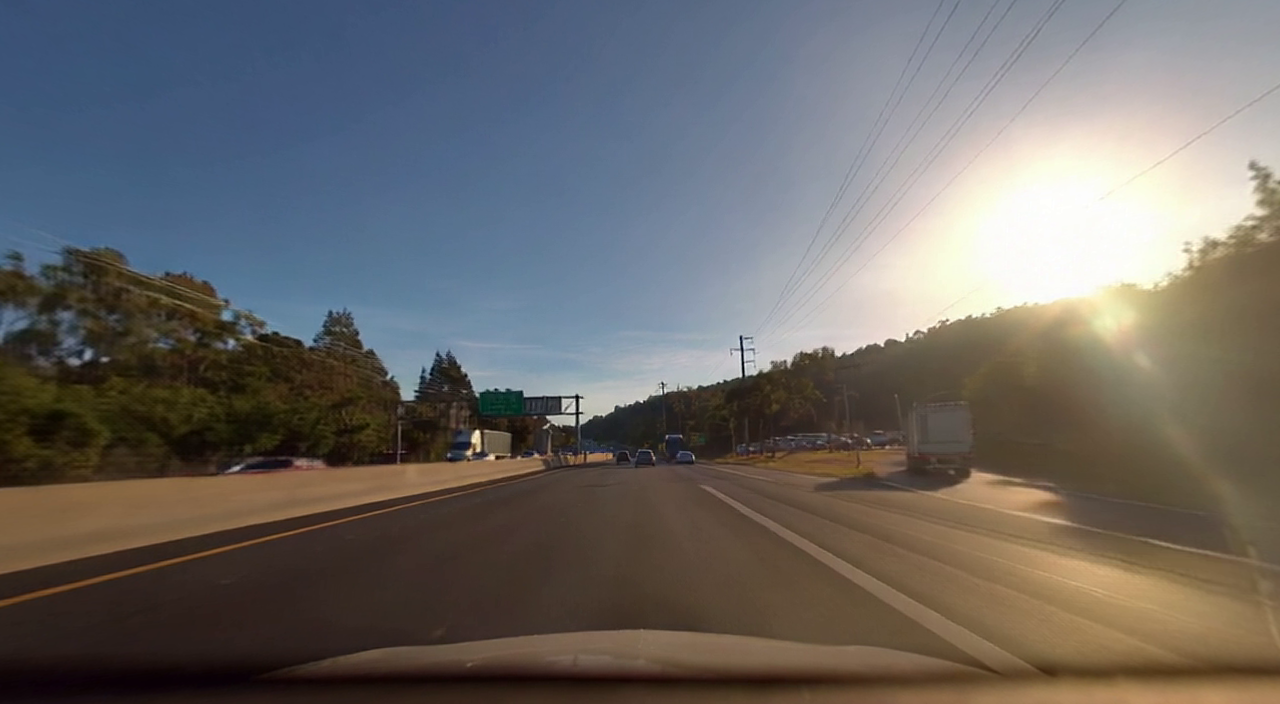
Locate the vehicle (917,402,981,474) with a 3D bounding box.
[{"bbox_3d":[20.922,5.947,43.028,3.327,4.408,8.189,-4,-10,24],"label":"vehicle"}]

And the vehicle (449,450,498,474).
[{"bbox_3d":[-11.231,7.423,42.863,1.950,1.505,4.757,0,-9,1],"label":"vehicle"}]

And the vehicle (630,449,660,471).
[{"bbox_3d":[0.383,8.072,47.291,2.111,1.599,3.859,0,-9,1],"label":"vehicle"}]

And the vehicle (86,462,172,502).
[{"bbox_3d":[-33.418,8.454,41.481,2.029,2.231,6.297,3,-9,-17],"label":"vehicle"}]
